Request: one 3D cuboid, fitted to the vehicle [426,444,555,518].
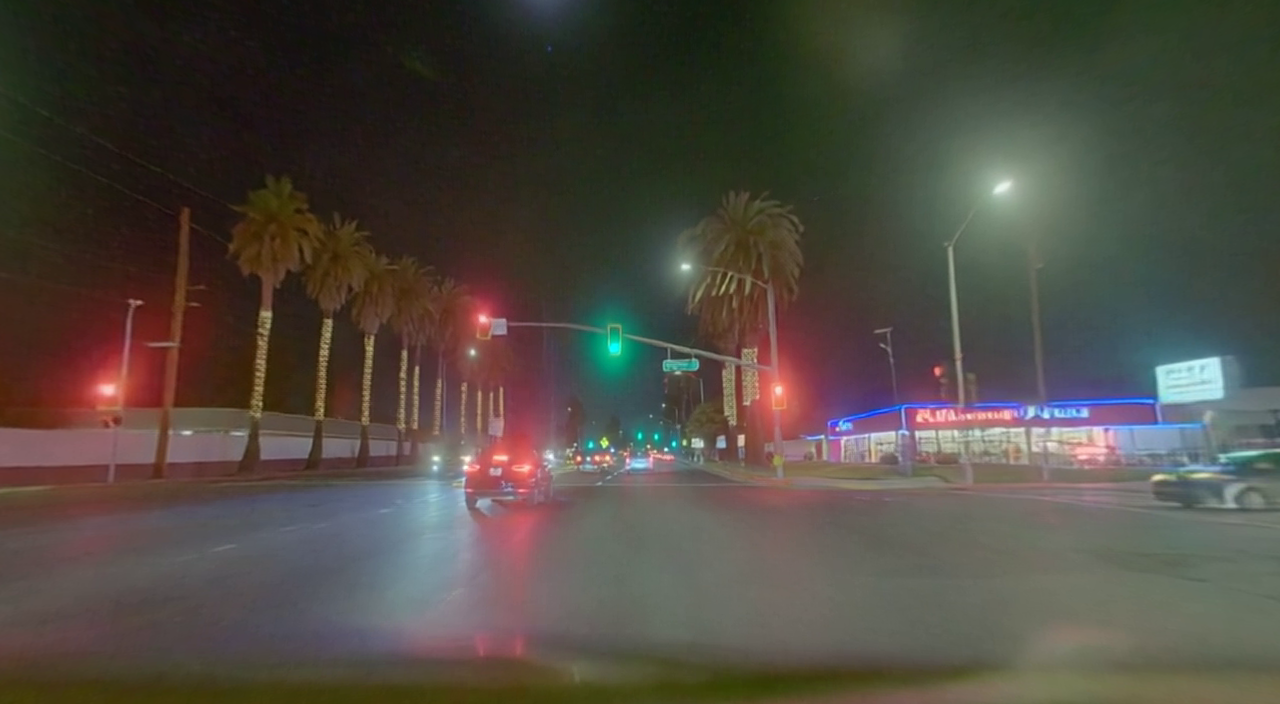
[{"bbox_3d":[-3.386,2.985,15.157,1.904,1.513,4.410,0,-8,2],"label":"vehicle"}]

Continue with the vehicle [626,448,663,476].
[{"bbox_3d":[0.241,6.521,37.398,2.094,1.496,4.070,0,-8,0],"label":"vehicle"}]

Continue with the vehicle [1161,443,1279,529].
[{"bbox_3d":[12.648,2.382,11.527,4.361,1.428,1.944,0,-8,0],"label":"vehicle"}]

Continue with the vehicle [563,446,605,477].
[{"bbox_3d":[-3.140,6.174,35.807,1.979,1.634,3.957,0,-8,1],"label":"vehicle"}]
